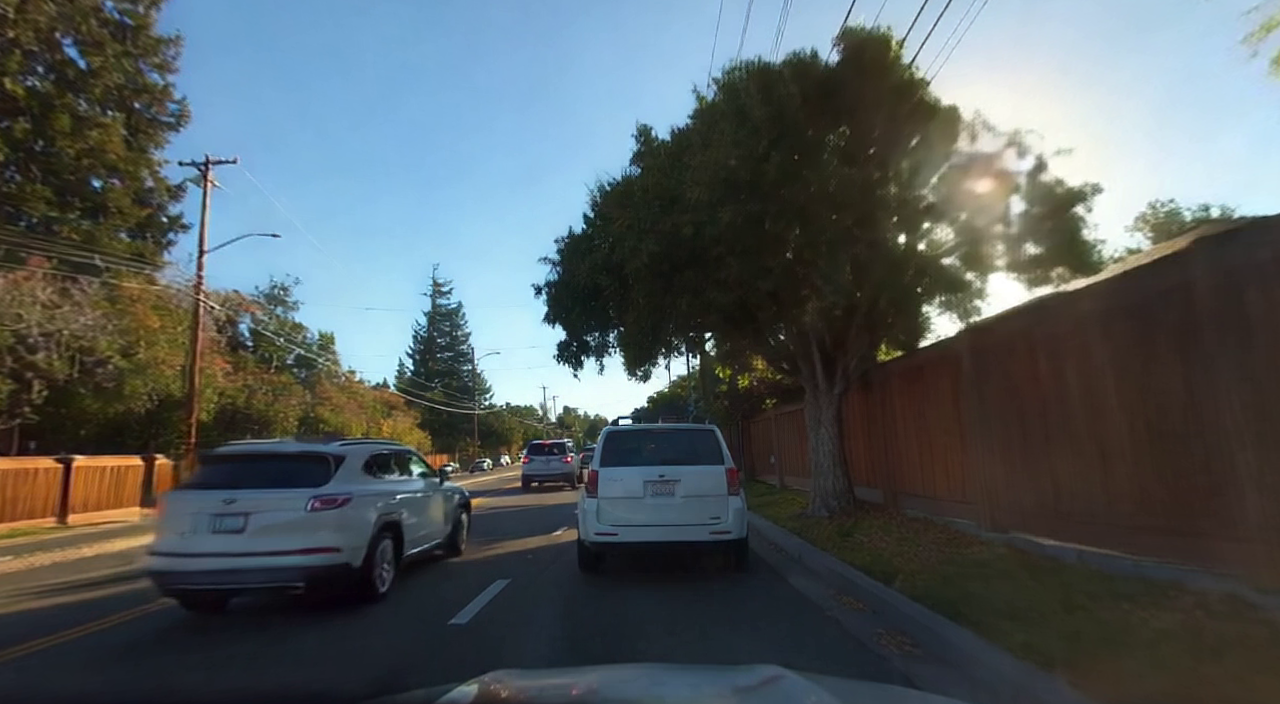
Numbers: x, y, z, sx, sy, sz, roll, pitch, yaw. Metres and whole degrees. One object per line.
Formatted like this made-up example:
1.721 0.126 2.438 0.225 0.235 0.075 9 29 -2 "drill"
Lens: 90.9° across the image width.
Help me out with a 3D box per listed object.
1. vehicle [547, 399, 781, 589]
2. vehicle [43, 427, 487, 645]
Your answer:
0.214 1.634 8.001 2.174 1.749 4.113 0 -9 0 "vehicle"
-3.100 1.577 6.433 1.979 1.489 4.006 0 -9 1 "vehicle"
